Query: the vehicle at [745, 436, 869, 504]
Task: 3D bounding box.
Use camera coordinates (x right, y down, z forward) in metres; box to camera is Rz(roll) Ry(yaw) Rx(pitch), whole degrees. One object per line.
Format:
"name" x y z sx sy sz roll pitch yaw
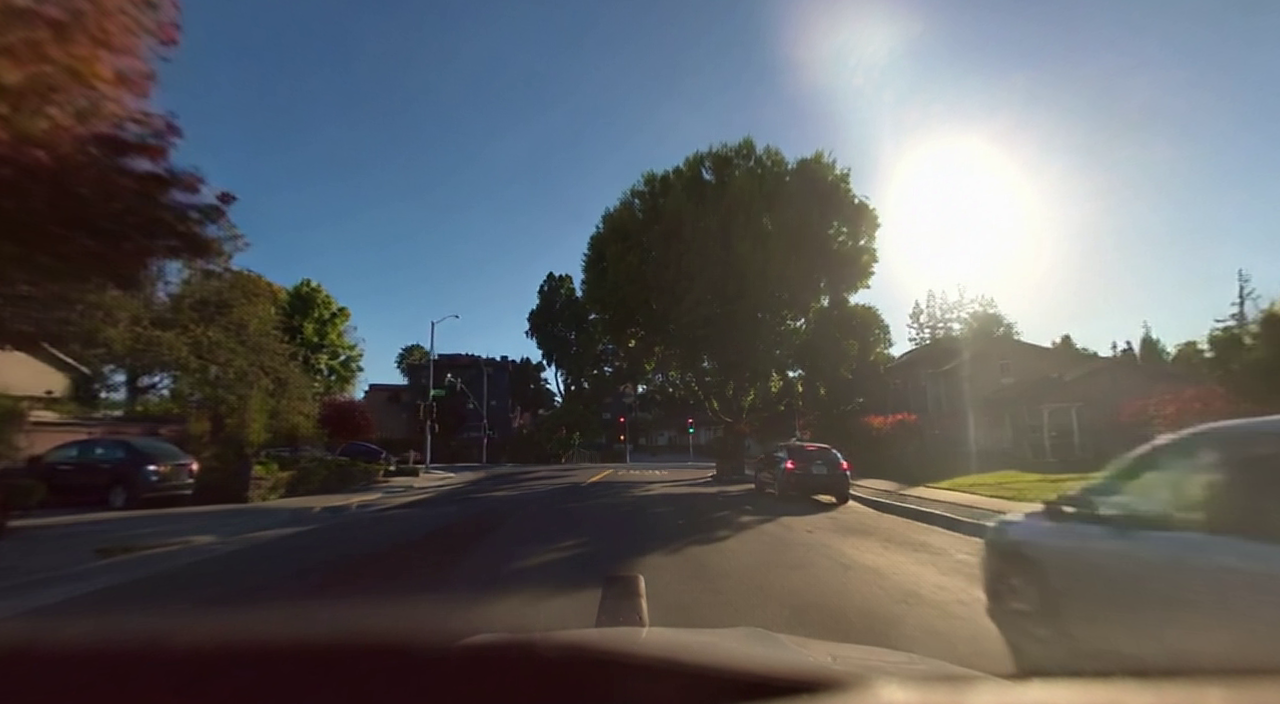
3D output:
"vehicle" 4.091 2.954 16.370 2.065 1.478 4.828 0 -8 2

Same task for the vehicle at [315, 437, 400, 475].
"vehicle" -13.313 4.927 30.057 2.003 1.637 4.297 0 -8 0

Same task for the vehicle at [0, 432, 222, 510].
"vehicle" -13.632 3.001 16.192 4.379 1.822 2.038 -1 -8 3

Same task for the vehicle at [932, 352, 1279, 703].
"vehicle" 3.089 0.838 2.248 2.037 1.595 4.536 0 -8 2
